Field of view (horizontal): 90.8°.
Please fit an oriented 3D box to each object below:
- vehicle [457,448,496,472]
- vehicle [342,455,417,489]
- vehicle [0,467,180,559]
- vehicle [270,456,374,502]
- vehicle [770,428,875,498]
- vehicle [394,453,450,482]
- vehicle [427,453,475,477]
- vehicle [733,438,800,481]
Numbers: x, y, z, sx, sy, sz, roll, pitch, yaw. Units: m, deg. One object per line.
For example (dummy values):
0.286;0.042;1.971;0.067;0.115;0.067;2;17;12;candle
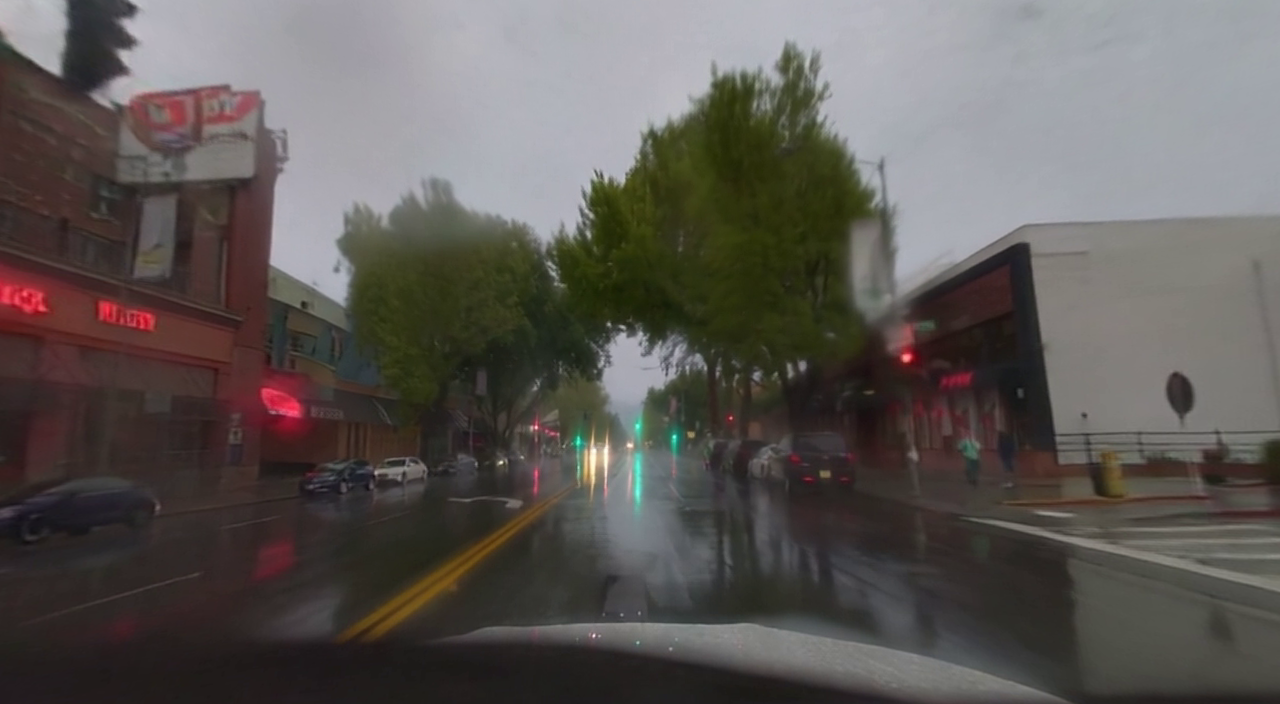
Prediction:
-12.289;8.130;47.798;1.834;1.643;4.110;-1;-8;1;vehicle
-12.799;5.888;31.337;1.927;1.489;4.572;0;-8;-2;vehicle
-12.255;3.252;13.326;1.842;1.461;4.371;0;-8;-1;vehicle
-12.213;4.865;24.596;1.804;1.533;4.121;-1;-8;1;vehicle
5.757;3.567;20.589;2.010;1.943;4.319;-2;-9;-1;vehicle
-12.744;6.732;37.162;1.800;1.532;4.110;-1;-8;0;vehicle
-12.774;7.630;42.998;1.868;1.418;4.415;-2;-9;1;vehicle
5.745;4.921;29.205;1.991;1.771;4.604;0;-9;-2;vehicle
